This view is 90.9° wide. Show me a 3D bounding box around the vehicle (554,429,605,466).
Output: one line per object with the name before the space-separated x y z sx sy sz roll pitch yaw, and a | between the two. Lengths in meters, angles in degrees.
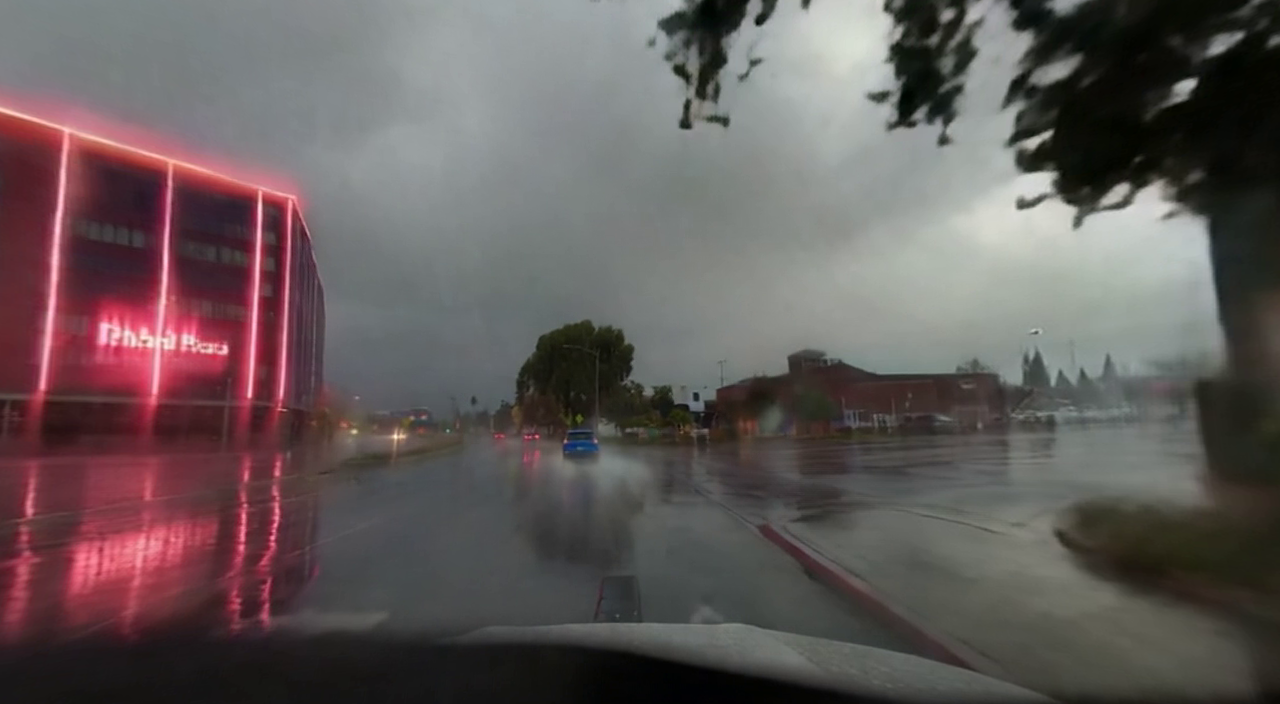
vehicle | -2.936 4.485 29.847 2.231 1.572 4.227 1 -8 -7
